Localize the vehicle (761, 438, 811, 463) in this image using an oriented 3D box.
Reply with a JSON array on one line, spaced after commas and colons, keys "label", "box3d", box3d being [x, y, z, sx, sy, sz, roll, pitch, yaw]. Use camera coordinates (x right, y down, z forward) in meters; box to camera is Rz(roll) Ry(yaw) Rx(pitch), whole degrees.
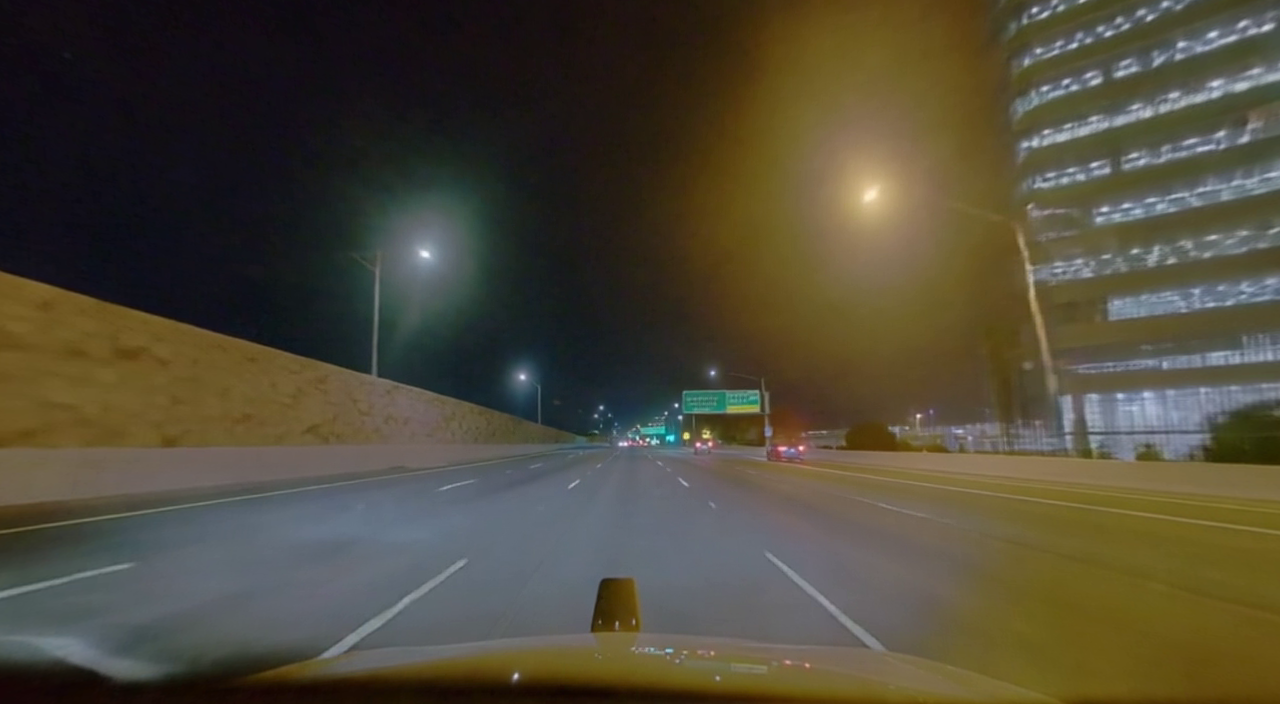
[{"label": "vehicle", "box3d": [10.495, 7.125, 45.869, 2.165, 1.636, 5.175, 0, -8, -2]}]
